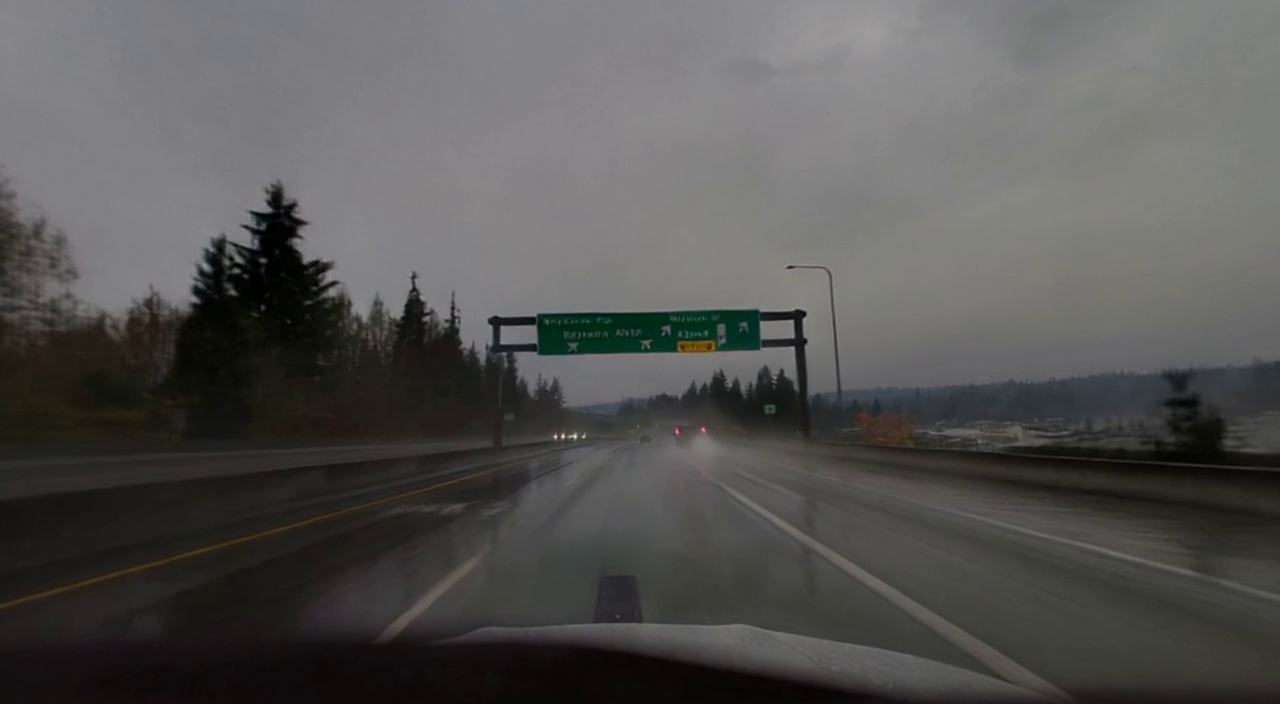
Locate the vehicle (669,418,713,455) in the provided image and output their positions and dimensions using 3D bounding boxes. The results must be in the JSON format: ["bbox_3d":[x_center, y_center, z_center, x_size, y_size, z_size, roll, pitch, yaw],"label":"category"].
[{"bbox_3d":[3.323,5.642,42.016,2.450,2.314,4.753,0,-8,-1],"label":"vehicle"}]
